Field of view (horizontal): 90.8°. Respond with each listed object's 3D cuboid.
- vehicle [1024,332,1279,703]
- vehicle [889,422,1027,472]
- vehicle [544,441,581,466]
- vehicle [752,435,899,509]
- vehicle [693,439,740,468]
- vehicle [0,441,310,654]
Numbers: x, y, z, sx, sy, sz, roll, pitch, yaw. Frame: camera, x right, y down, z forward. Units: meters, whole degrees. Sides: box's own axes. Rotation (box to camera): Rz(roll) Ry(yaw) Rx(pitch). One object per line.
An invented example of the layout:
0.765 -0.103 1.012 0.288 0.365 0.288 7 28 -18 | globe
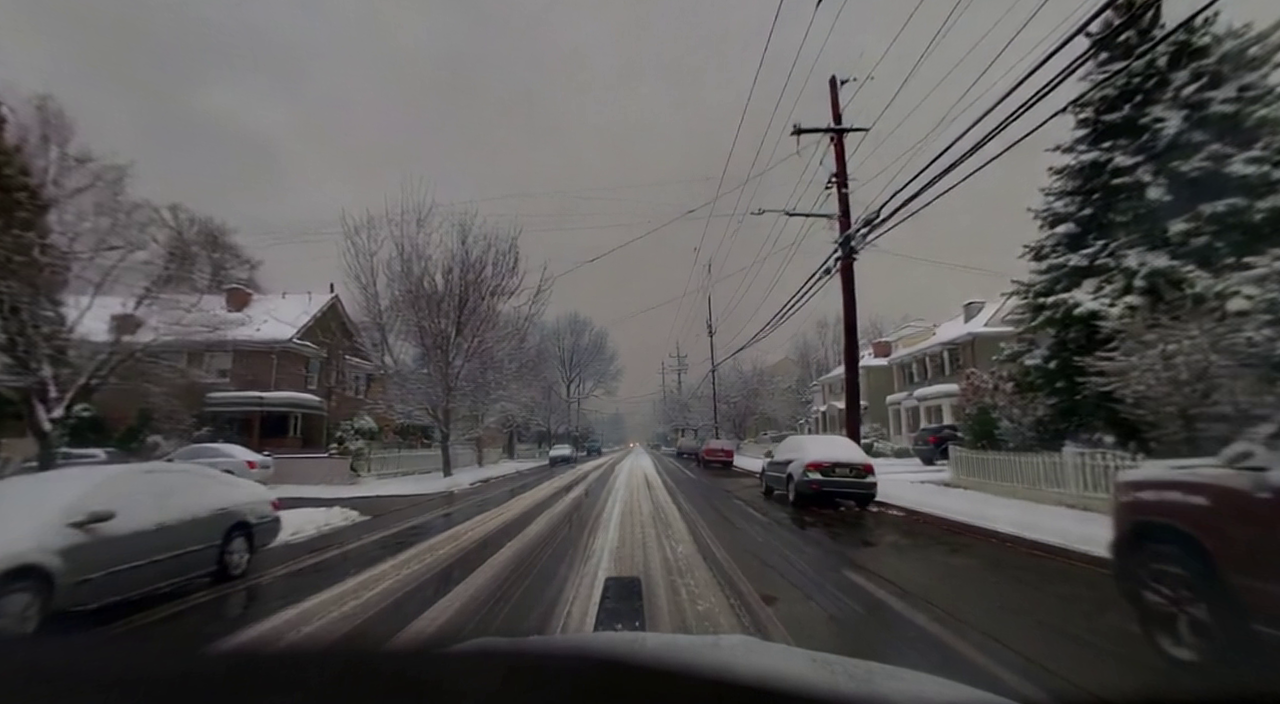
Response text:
4.198 0.727 2.410 2.105 1.836 5.278 0 -8 0 | vehicle
12.527 3.741 25.120 4.329 1.863 2.059 -1 -6 2 | vehicle
-5.691 7.541 47.123 1.954 1.551 5.128 -3 -7 1 | vehicle
4.214 2.804 15.422 1.936 1.464 5.141 0 -8 -1 | vehicle
4.260 5.686 35.637 2.020 1.558 3.925 0 -8 -2 | vehicle
-5.697 1.710 6.125 2.011 1.465 5.686 -3 -7 0 | vehicle
